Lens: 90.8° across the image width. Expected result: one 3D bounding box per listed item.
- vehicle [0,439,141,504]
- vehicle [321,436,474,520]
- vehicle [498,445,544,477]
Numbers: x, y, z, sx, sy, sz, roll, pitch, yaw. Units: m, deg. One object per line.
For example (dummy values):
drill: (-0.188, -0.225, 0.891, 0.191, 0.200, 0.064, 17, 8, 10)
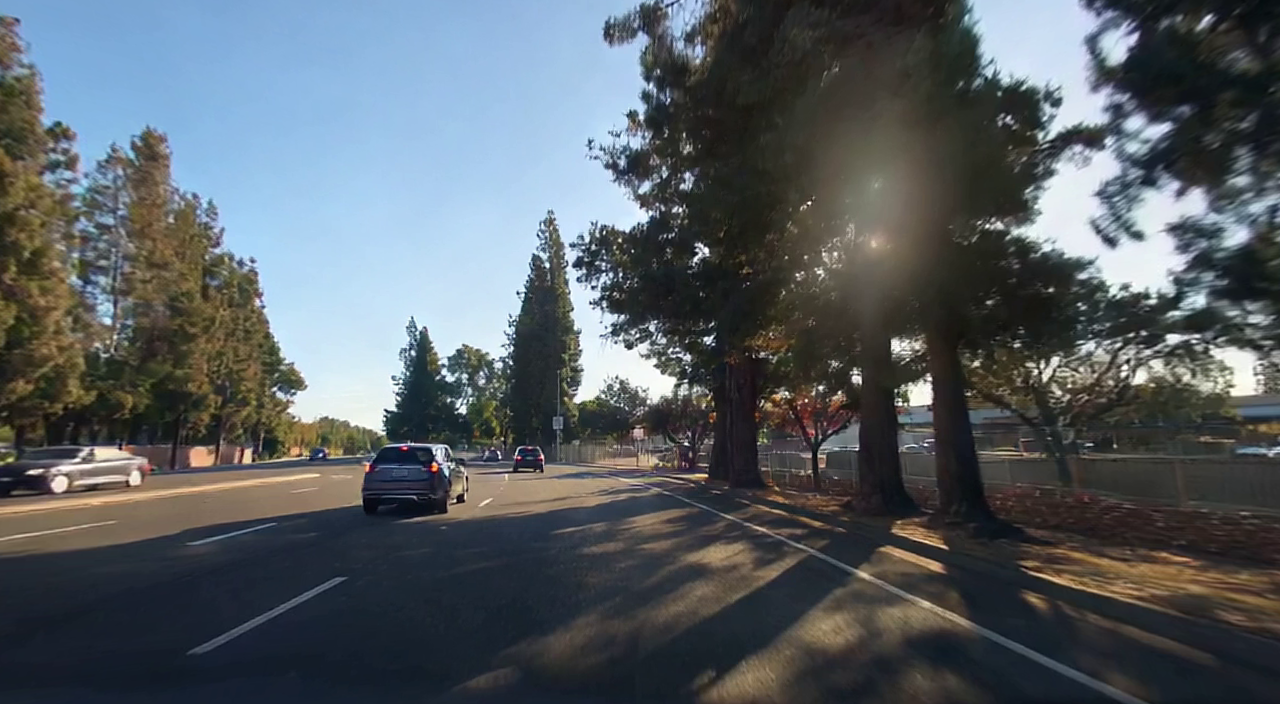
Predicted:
vehicle: (-18.457, 3.605, 19.619, 2.211, 1.742, 5.282, 1, -9, -9)
vehicle: (-5.491, 2.877, 15.059, 2.105, 1.676, 4.541, 0, -8, -4)
vehicle: (-6.075, 5.558, 32.542, 2.147, 1.474, 4.083, 1, -9, -9)
